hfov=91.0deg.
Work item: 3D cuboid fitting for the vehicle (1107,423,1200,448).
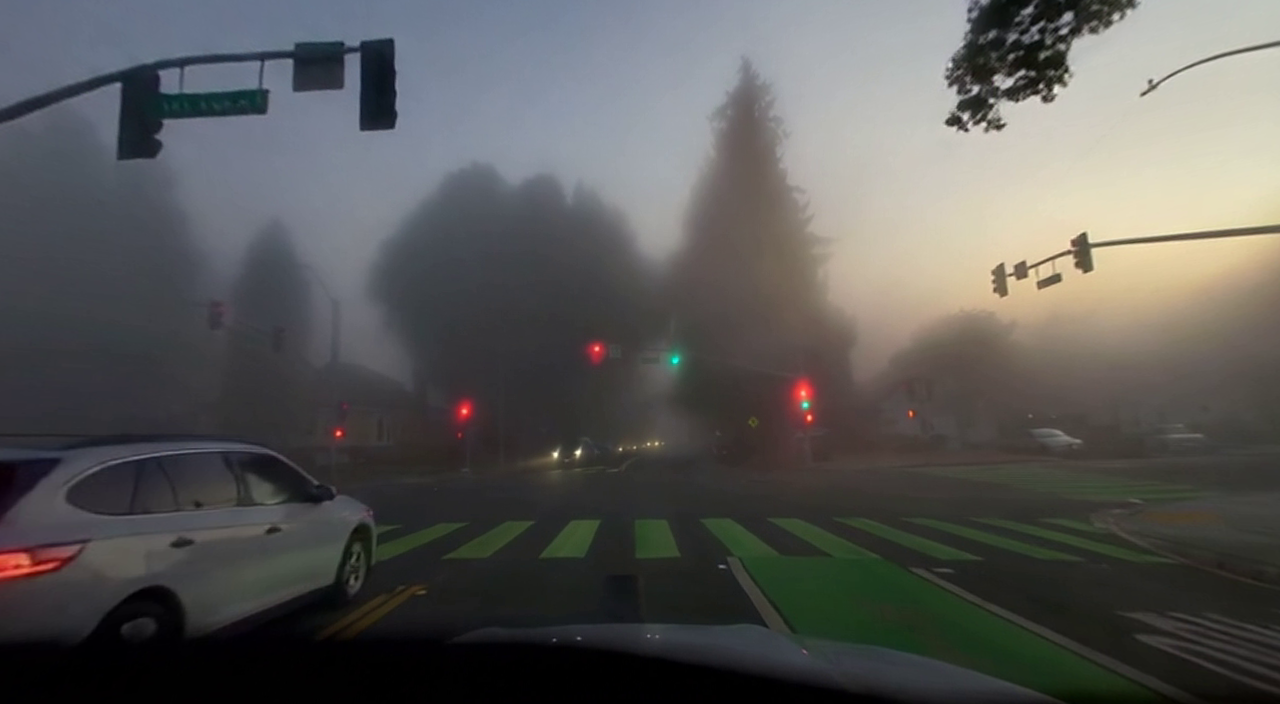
[{"bbox_3d":[30.507,5.018,37.600,1.837,1.396,4.695,-1,-8,3],"label":"vehicle"}]

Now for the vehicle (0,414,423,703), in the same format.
[{"bbox_3d":[-3.371,1.296,4.408,1.904,1.489,4.746,-1,-8,1],"label":"vehicle"}]

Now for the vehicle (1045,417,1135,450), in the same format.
[{"bbox_3d":[26.698,4.931,37.559,2.033,1.821,4.542,-1,-8,2],"label":"vehicle"}]

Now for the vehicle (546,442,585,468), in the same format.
[{"bbox_3d":[-5.187,7.268,44.539,1.982,1.686,4.195,-1,-8,4],"label":"vehicle"}]

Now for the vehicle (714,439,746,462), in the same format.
[{"bbox_3d":[6.613,7.316,46.723,1.891,1.584,3.802,-1,-8,2],"label":"vehicle"}]

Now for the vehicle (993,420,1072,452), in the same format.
[{"bbox_3d":[23.529,5.114,37.932,1.964,1.759,4.583,-1,-8,3],"label":"vehicle"}]

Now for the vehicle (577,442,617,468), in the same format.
[{"bbox_3d":[-2.596,6.363,38.964,1.982,1.472,4.103,-1,-8,3],"label":"vehicle"}]
